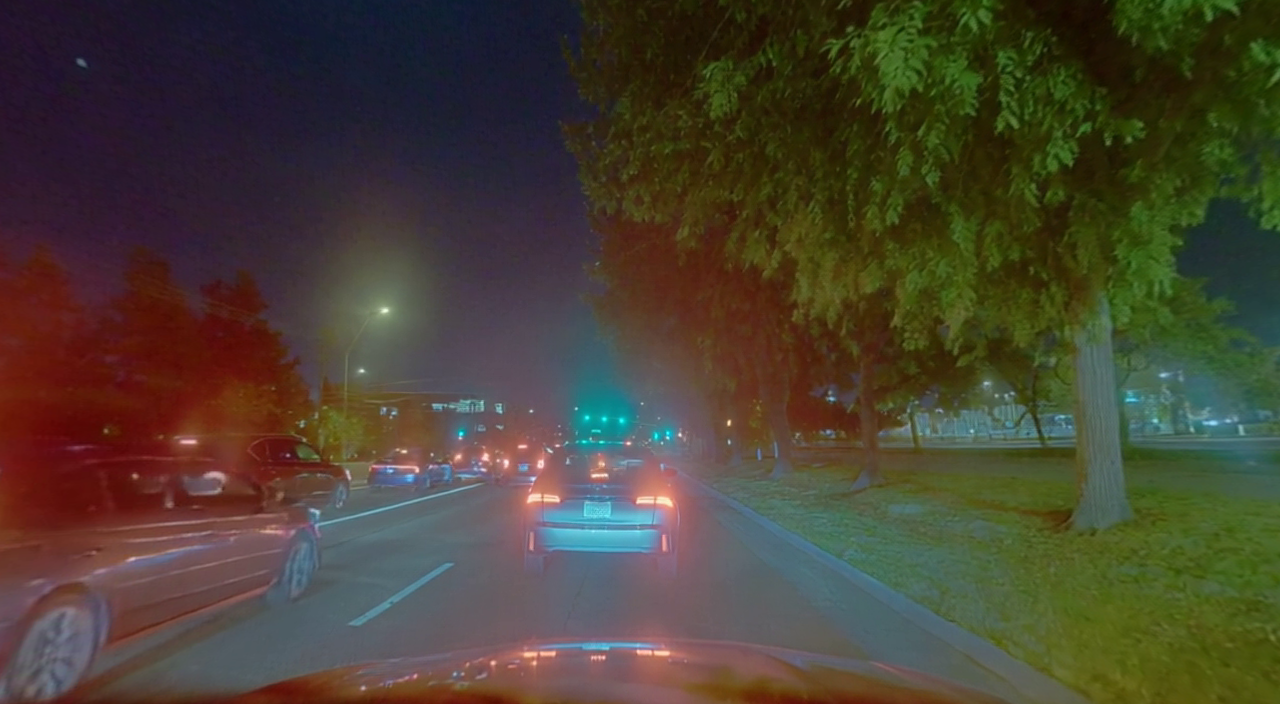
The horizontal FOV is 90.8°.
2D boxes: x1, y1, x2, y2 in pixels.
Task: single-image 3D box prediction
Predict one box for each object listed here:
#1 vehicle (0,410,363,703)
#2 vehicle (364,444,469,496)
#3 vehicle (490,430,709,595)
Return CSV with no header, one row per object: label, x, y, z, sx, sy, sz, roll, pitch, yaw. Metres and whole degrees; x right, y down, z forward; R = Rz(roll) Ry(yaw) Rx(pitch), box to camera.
vehicle,-3.984,1.264,4.467,1.913,1.521,4.539,0,-9,1
vehicle,-7.346,3.890,21.268,1.851,1.532,4.279,0,-9,1
vehicle,-0.394,1.819,8.014,2.066,1.544,3.954,0,-9,0
